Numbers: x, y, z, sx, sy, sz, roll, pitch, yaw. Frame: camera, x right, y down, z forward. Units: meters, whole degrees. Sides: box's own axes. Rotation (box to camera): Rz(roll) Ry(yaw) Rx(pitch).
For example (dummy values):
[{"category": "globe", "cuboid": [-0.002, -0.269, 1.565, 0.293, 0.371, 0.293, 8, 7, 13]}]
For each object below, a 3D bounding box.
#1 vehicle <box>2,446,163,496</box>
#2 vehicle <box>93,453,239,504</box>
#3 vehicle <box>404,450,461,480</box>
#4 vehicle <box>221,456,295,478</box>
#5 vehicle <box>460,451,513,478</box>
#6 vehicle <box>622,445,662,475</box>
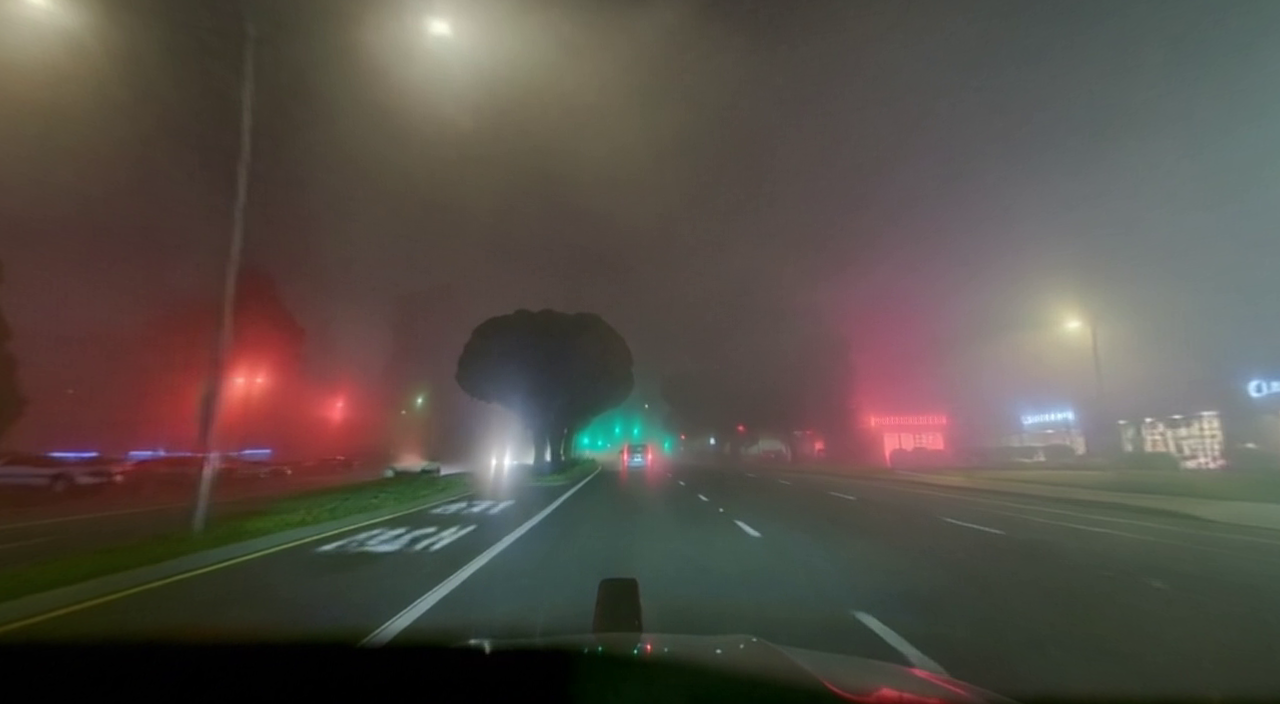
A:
[{"category": "vehicle", "cuboid": [-24.034, 5.100, 27.546, 2.146, 1.939, 5.462, 0, -9, -2]}, {"category": "vehicle", "cuboid": [-19.334, 5.154, 26.081, 2.072, 1.804, 5.136, 0, -8, 0]}, {"category": "vehicle", "cuboid": [-13.249, 7.209, 40.523, 2.115, 1.741, 4.733, 0, -9, 0]}, {"category": "vehicle", "cuboid": [-29.442, 8.885, 48.643, 4.367, 1.613, 2.004, 0, -9, -3]}, {"category": "vehicle", "cuboid": [-9.262, 6.787, 38.364, 2.072, 1.483, 4.619, 0, -9, 0]}, {"category": "vehicle", "cuboid": [0.056, 5.724, 33.587, 1.998, 1.452, 3.773, 0, -8, -2]}]
